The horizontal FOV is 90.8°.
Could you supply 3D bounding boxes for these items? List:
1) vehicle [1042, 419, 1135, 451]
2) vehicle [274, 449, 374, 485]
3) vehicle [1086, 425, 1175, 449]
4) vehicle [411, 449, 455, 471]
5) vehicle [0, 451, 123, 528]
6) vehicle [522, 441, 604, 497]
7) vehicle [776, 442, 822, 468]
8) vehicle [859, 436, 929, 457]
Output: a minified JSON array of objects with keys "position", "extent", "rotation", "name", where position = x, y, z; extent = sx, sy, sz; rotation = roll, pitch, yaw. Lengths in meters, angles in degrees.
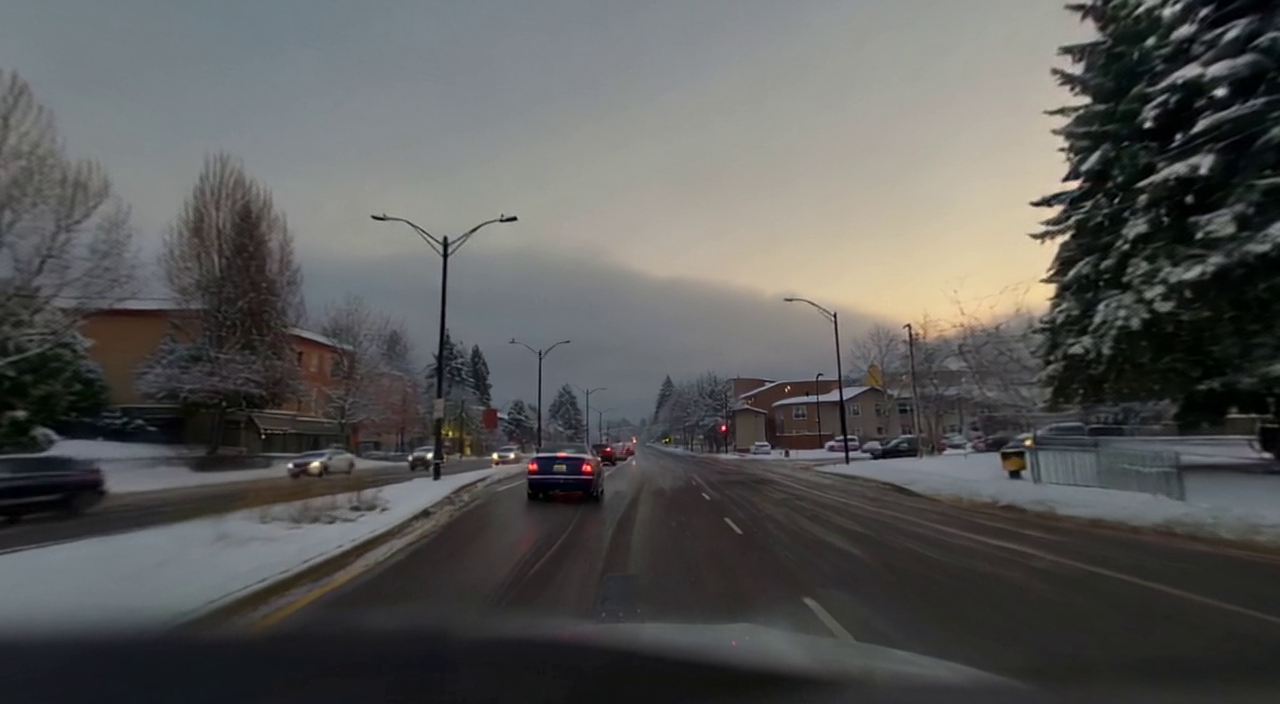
[{"position":[33.791,6.296,47.689],"extent":[5.156,2.086,2.144],"rotation":[-3,-10,2],"name":"vehicle"},{"position":[-14.269,5.179,28.896],"extent":[2.149,1.468,4.707],"rotation":[0,-9,0],"name":"vehicle"},{"position":[34.381,5.979,44.348],"extent":[4.531,1.596,1.929],"rotation":[-1,-9,2],"name":"vehicle"},{"position":[-14.245,7.448,43.645],"extent":[1.808,1.444,3.609],"rotation":[0,-9,0],"name":"vehicle"},{"position":[-13.539,2.820,13.099],"extent":[1.882,1.475,4.522],"rotation":[0,-9,-1],"name":"vehicle"},{"position":[-2.188,3.440,18.987],"extent":[2.144,1.447,4.421],"rotation":[0,-9,-4],"name":"vehicle"},{"position":[10.826,7.009,43.311],"extent":[1.975,1.677,4.400],"rotation":[0,-9,-1],"name":"vehicle"},{"position":[18.929,7.083,47.233],"extent":[4.416,1.519,1.988],"rotation":[-1,-9,3],"name":"vehicle"}]
